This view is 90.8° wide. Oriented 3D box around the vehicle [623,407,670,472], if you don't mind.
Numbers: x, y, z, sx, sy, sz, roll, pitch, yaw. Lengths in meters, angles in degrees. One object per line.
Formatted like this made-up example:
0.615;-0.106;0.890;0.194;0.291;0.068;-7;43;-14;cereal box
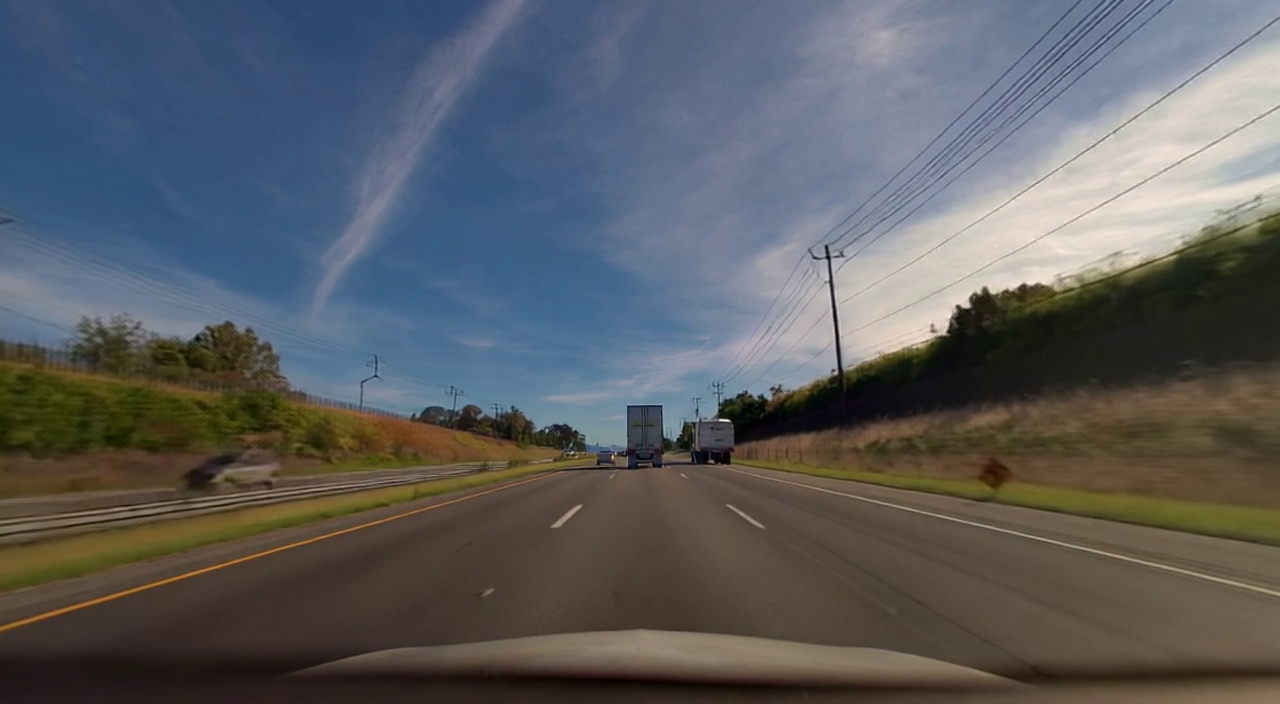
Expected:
0.449;6.614;46.786;2.997;4.076;13.224;0;-9;0;vehicle

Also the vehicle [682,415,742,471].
4.650;6.254;42.712;2.938;3.378;8.820;0;-9;0;vehicle

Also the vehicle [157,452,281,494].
-16.361;4.712;24.837;1.860;1.487;4.322;0;-9;0;vehicle
